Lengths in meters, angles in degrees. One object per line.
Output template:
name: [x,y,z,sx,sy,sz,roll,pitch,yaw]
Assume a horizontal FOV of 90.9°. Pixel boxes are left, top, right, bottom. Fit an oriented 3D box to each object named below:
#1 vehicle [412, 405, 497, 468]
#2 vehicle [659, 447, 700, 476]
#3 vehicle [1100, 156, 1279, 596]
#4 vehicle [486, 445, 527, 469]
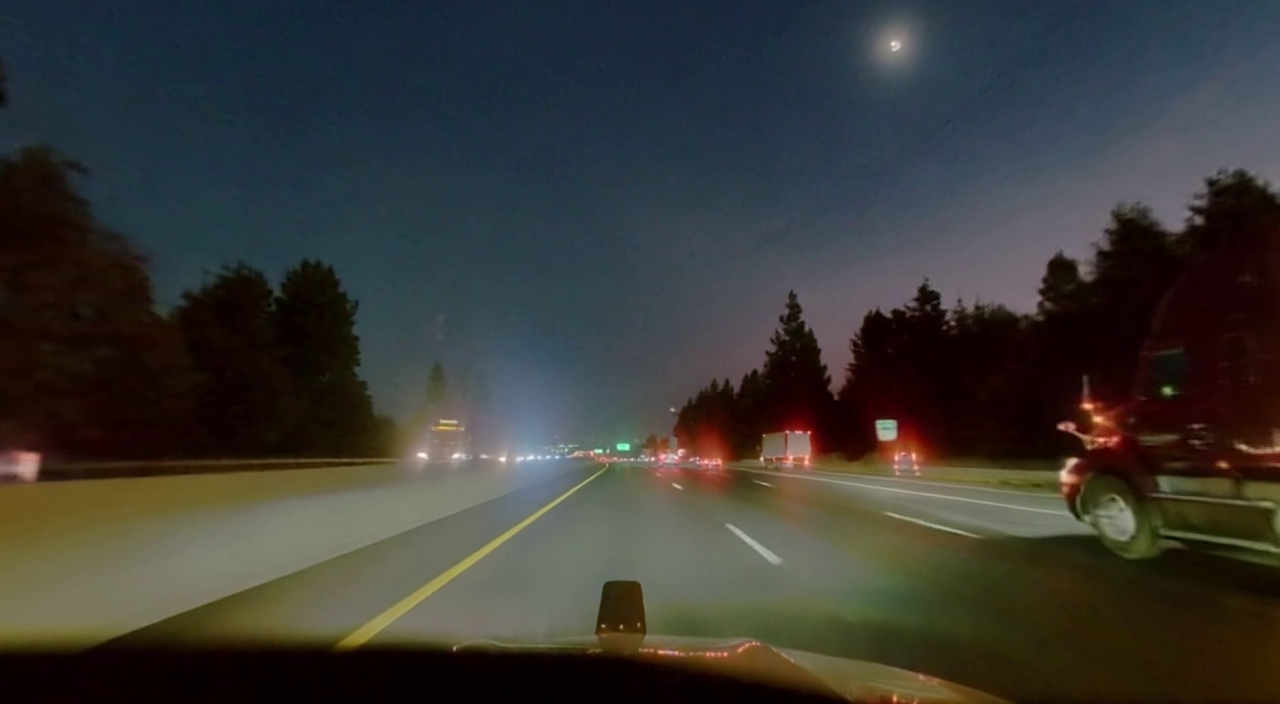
vehicle: [-13.004,6.187,45.471,2.947,3.956,11.078,0,-9,-1]
vehicle: [2.298,6.492,37.445,2.111,1.599,3.859,0,-9,-1]
vehicle: [7.099,0.048,4.526,2.941,3.837,5.946,0,-9,1]
vehicle: [-8.436,6.651,40.184,1.830,1.438,3.678,0,-9,0]
